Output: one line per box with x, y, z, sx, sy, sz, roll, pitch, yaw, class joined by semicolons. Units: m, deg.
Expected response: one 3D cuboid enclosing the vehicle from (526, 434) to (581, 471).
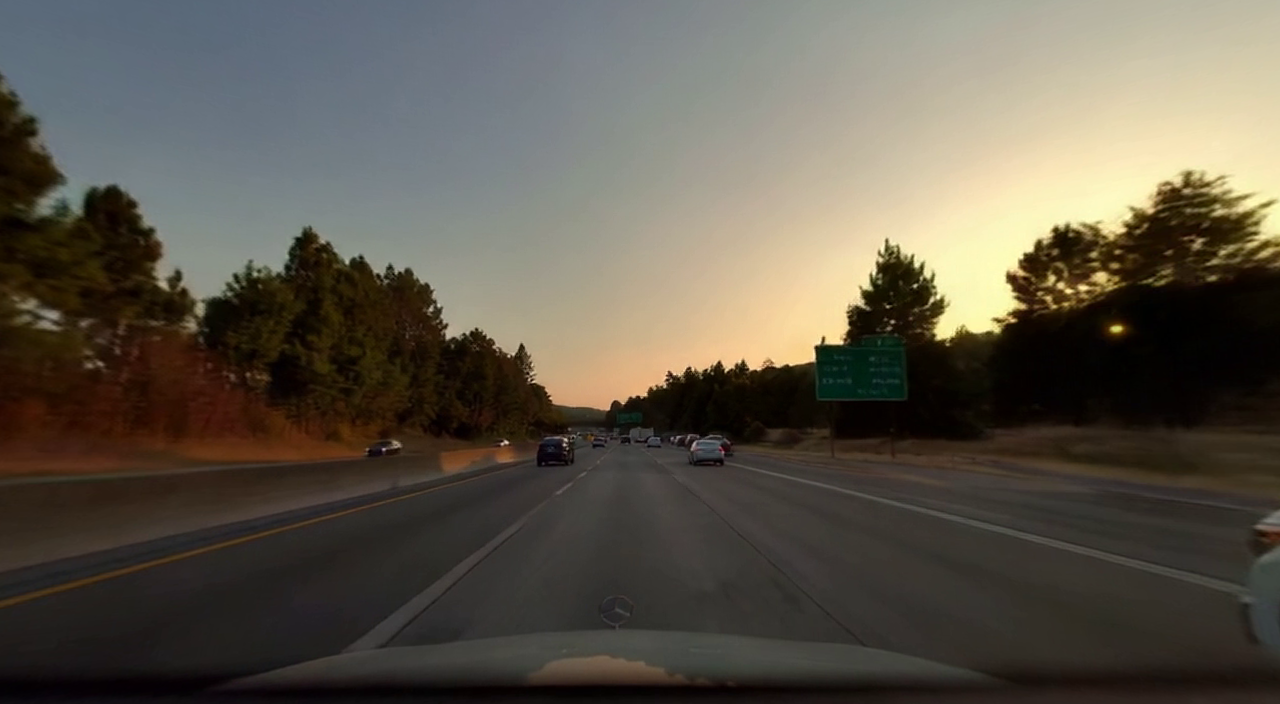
-4.062;4.746;30.246;2.011;1.614;4.808;0;-8;-1;vehicle

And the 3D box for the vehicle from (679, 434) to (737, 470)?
2.951;4.440;28.166;1.990;1.480;3.865;0;-8;-2;vehicle
